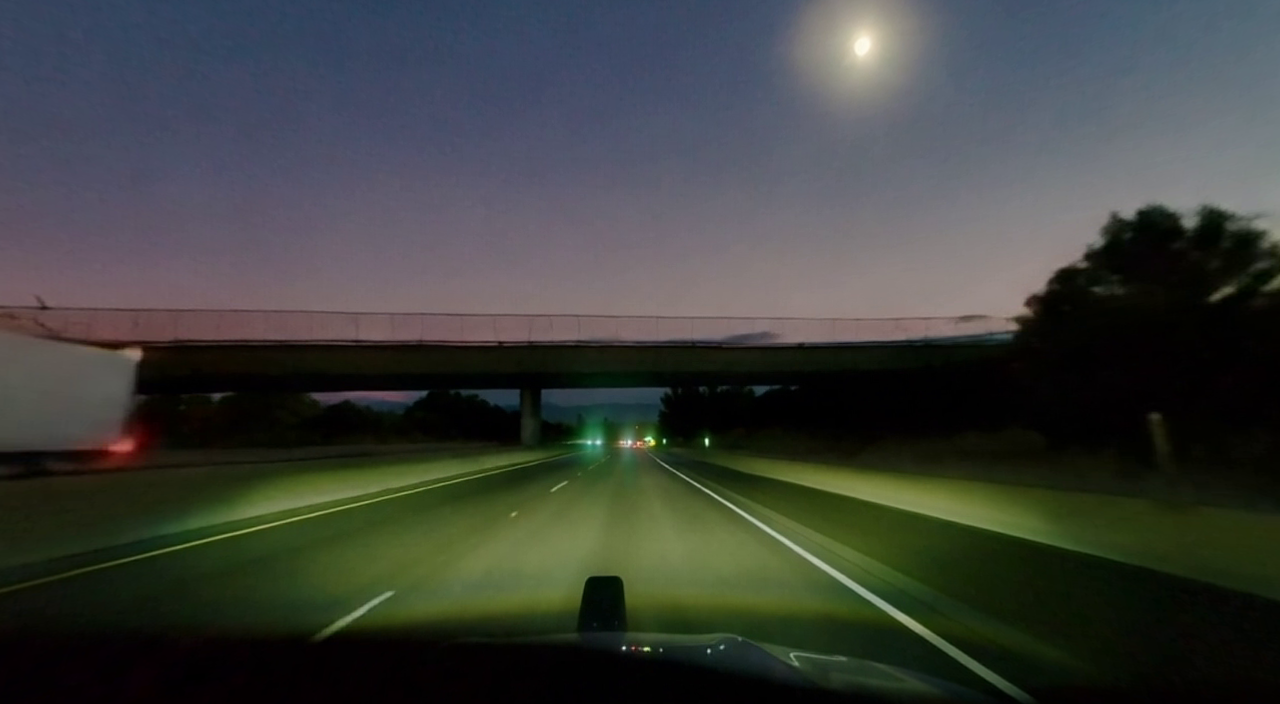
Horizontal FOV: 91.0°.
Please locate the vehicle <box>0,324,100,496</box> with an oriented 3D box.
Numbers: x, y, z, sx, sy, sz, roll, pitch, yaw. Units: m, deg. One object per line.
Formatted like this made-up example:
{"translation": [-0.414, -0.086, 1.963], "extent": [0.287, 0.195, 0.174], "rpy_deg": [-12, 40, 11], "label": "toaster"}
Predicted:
{"translation": [-16.792, 0.781, 10.782], "extent": [2.894, 4.115, 14.083], "rpy_deg": [0, -8, -1], "label": "vehicle"}
